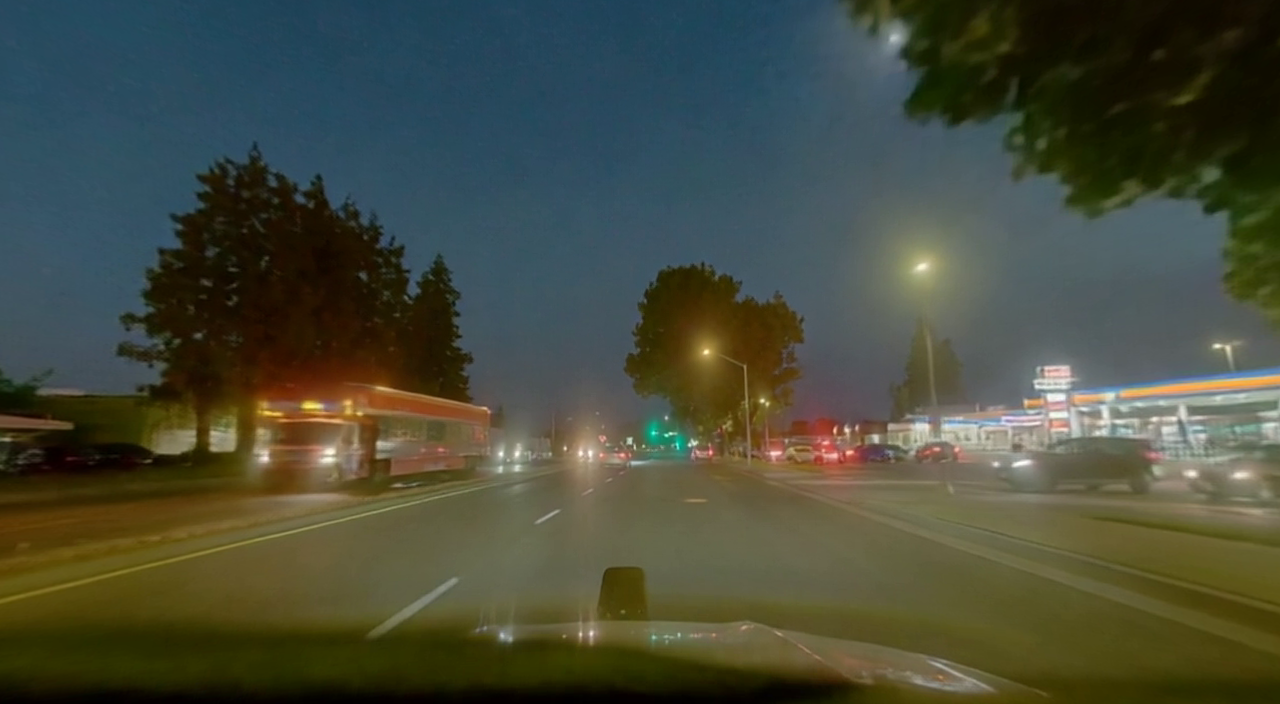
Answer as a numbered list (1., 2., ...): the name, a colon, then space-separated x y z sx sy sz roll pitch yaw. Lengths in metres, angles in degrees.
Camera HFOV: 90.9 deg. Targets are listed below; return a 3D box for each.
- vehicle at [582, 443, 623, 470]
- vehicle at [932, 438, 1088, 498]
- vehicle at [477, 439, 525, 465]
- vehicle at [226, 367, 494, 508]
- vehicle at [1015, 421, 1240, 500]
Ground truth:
1. vehicle: -2.096 5.986 36.303 1.959 1.406 4.272 0 -9 2
2. vehicle: 10.317 3.247 18.103 1.888 1.465 4.727 0 -9 4
3. vehicle: -9.880 7.143 45.238 2.074 1.755 4.412 0 -9 5
4. vehicle: -8.241 2.945 21.763 3.056 3.289 13.199 -2 -8 1
5. vehicle: 13.237 2.998 17.759 2.015 1.839 5.416 1 -9 0
